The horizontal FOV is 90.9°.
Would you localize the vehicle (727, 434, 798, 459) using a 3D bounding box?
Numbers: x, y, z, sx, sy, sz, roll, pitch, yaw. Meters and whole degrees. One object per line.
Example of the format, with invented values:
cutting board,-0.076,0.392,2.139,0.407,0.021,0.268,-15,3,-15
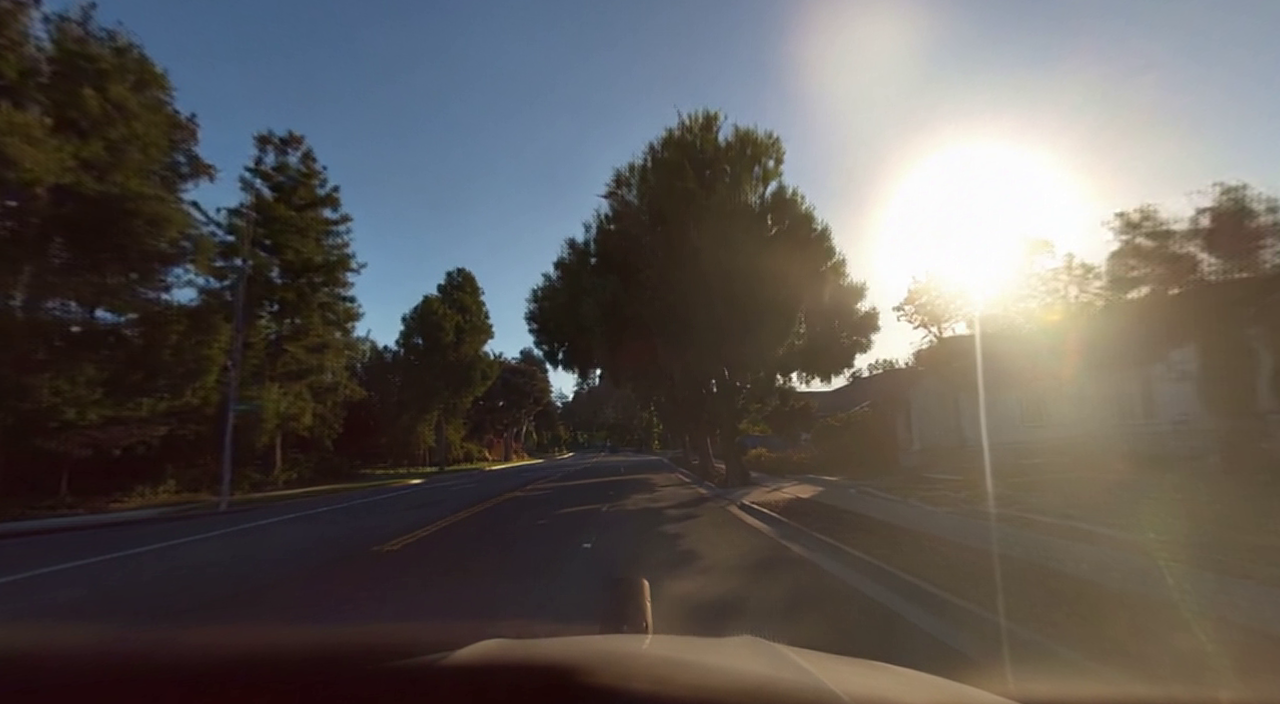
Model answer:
vehicle,7.956,6.145,41.189,4.153,1.605,1.835,0,-7,-3
